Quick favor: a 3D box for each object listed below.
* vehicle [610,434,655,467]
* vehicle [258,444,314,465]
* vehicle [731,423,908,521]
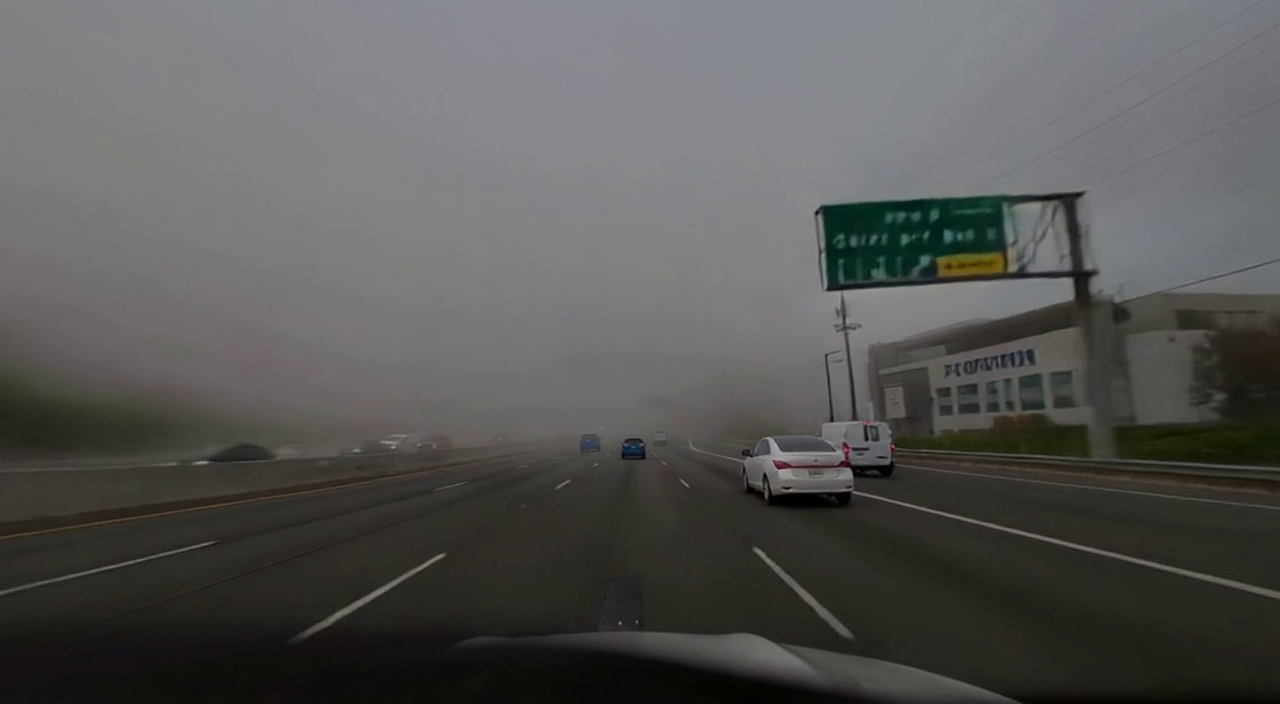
[{"bbox_3d":[-0.374,4.729,30.299,2.019,1.472,3.971,0,-8,-1],"label":"vehicle"},{"bbox_3d":[-27.813,8.051,49.602,1.850,1.572,4.418,0,-8,0],"label":"vehicle"},{"bbox_3d":[3.186,2.232,12.308,1.995,1.533,4.463,0,-8,-2],"label":"vehicle"}]
